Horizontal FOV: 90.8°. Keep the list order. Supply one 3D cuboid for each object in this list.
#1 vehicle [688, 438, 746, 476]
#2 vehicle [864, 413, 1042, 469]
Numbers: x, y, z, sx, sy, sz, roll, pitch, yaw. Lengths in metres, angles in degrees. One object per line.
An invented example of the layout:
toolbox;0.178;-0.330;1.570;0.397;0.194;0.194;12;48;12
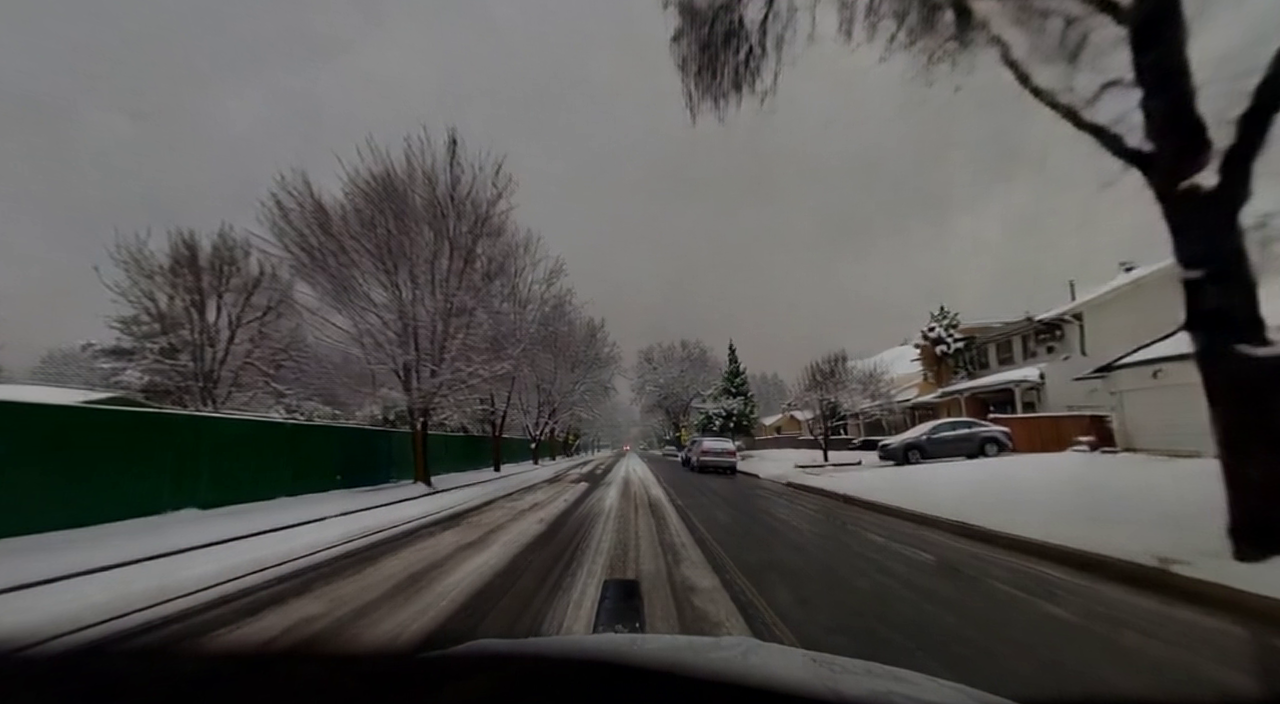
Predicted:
vehicle;3.583;4.997;30.314;2.122;1.673;4.876;0;-9;0
vehicle;10.880;3.122;22.284;5.046;1.800;2.201;-1;-8;0
